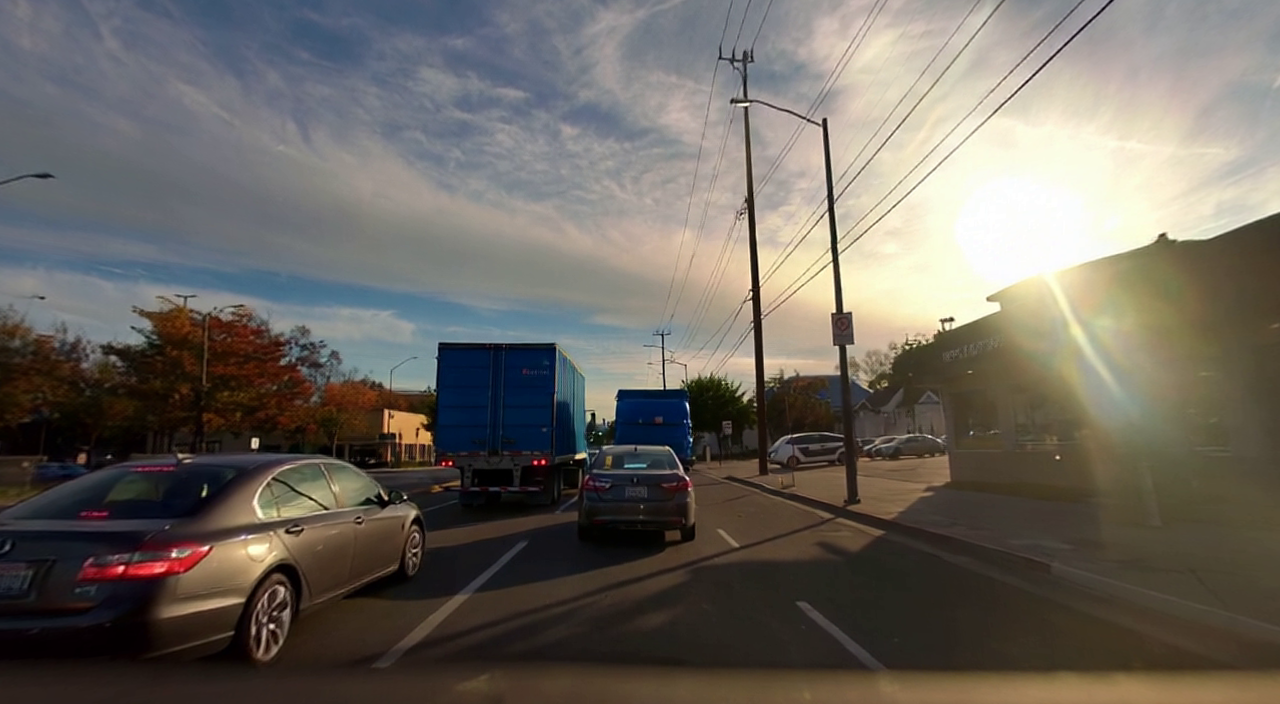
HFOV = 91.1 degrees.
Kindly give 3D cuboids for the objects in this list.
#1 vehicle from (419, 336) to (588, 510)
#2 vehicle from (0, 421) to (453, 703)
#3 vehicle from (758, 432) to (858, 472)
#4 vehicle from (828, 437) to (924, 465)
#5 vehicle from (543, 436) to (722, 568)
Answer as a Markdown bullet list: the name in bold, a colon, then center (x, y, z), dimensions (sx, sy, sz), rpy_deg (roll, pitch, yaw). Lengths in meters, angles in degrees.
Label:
- **vehicle**: center (-3.258, 2.047, 17.319), dimensions (3.020, 3.800, 7.105), rpy_deg (0, -9, 0)
- **vehicle**: center (-3.066, 1.346, 4.731), dimensions (1.969, 1.471, 4.378), rpy_deg (0, -9, 0)
- **vehicle**: center (8.390, 5.047, 31.842), dimensions (2.061, 1.845, 4.829), rpy_deg (5, -10, -29)
- **vehicle**: center (13.072, 5.521, 35.027), dimensions (4.574, 1.478, 1.880), rpy_deg (0, -9, 3)
- **vehicle**: center (-0.115, 2.046, 9.384), dimensions (2.067, 1.506, 4.118), rpy_deg (0, -9, -1)
